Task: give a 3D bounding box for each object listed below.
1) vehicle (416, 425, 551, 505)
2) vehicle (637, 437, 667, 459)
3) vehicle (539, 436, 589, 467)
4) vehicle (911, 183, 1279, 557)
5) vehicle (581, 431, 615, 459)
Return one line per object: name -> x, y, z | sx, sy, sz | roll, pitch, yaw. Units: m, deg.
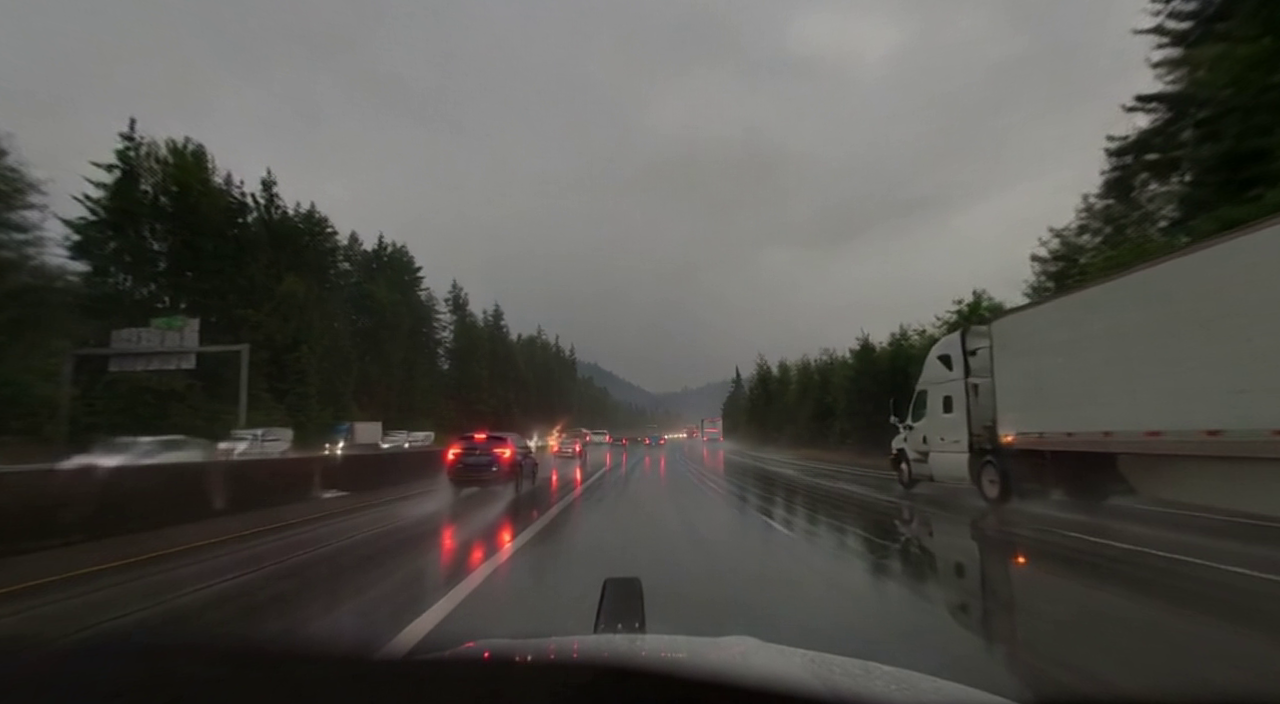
vehicle -> -3.502, 2.591, 15.046 | 2.137, 1.618, 4.209 | 0, -8, 0
vehicle -> 0.819, 6.743, 44.671 | 2.004, 1.465, 3.842 | 0, -8, 0
vehicle -> -3.809, 5.047, 32.331 | 2.013, 1.460, 4.027 | 0, -8, 1
vehicle -> 8.467, 0.443, 8.800 | 2.866, 4.100, 14.057 | 0, -8, -1
vehicle -> -2.926, 6.596, 44.901 | 2.064, 1.826, 4.263 | 0, -8, 1
